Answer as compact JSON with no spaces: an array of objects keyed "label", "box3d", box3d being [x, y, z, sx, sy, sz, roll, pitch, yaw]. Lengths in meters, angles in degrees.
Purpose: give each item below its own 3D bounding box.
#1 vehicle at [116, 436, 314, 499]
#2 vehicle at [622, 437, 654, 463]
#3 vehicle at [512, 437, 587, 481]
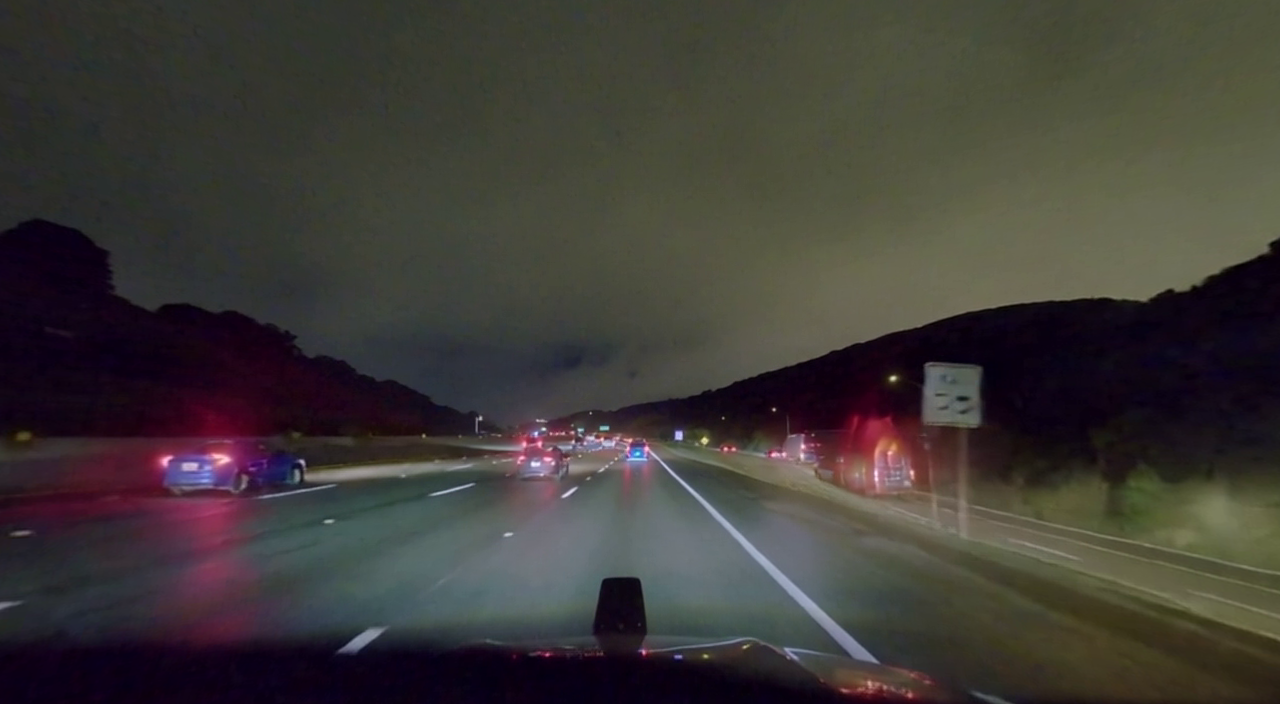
[{"label":"vehicle","box3d":[-11.303,3.085,17.343,1.945,1.466,4.947,0,-8,1]},{"label":"vehicle","box3d":[-0.120,6.910,44.602,2.138,1.674,4.044,0,-8,0]},{"label":"vehicle","box3d":[-3.362,4.089,24.402,2.080,1.505,4.649,-1,-8,1]}]
